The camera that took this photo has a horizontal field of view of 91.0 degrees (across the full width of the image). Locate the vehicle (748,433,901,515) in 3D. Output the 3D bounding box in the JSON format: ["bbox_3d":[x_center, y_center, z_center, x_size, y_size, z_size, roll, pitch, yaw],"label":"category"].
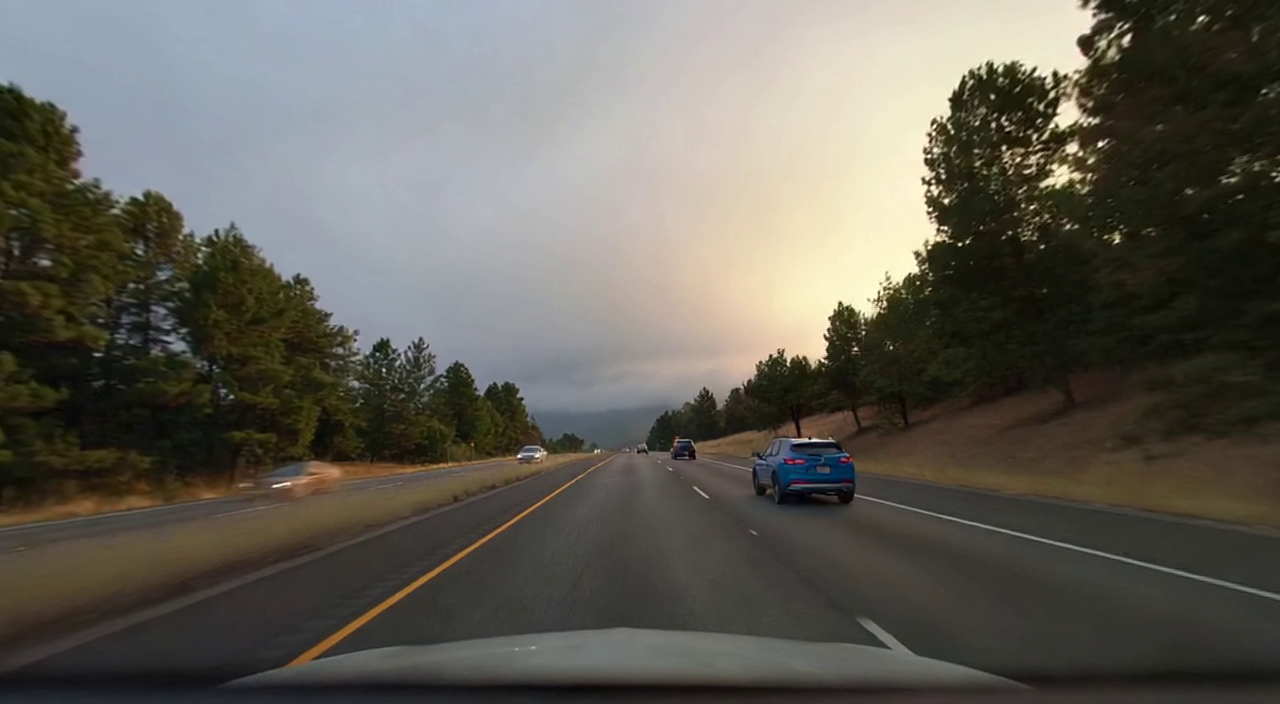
[{"bbox_3d":[3.831,2.592,13.965,1.999,1.501,4.221,0,-8,-2],"label":"vehicle"}]

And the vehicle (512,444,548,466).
[{"bbox_3d":[-8.004,7.513,46.167,1.925,1.512,4.387,0,-8,0],"label":"vehicle"}]

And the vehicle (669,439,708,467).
[{"bbox_3d":[3.119,6.578,41.226,2.043,1.673,4.016,0,-8,-2],"label":"vehicle"}]
